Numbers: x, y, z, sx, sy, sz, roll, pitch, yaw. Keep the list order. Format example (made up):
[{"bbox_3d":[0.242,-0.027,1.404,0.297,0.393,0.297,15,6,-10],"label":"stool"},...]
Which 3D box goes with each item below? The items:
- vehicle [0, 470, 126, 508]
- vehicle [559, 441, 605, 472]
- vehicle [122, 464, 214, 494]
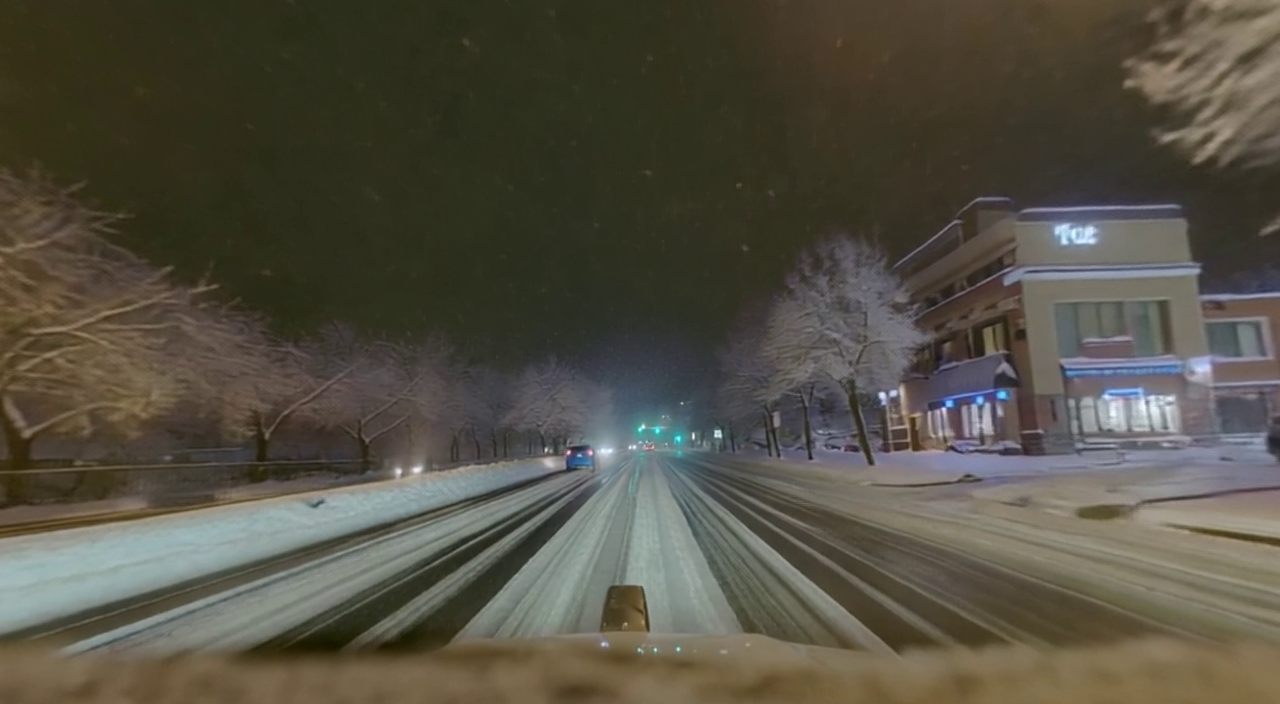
[{"bbox_3d":[-30.309,7.115,33.089,4.831,1.621,2.138,8,-12,-44],"label":"vehicle"},{"bbox_3d":[-2.880,5.324,32.289,1.926,1.442,4.231,0,-8,0],"label":"vehicle"},{"bbox_3d":[-30.053,8.070,40.221,4.492,1.450,1.833,3,-11,-42],"label":"vehicle"}]
